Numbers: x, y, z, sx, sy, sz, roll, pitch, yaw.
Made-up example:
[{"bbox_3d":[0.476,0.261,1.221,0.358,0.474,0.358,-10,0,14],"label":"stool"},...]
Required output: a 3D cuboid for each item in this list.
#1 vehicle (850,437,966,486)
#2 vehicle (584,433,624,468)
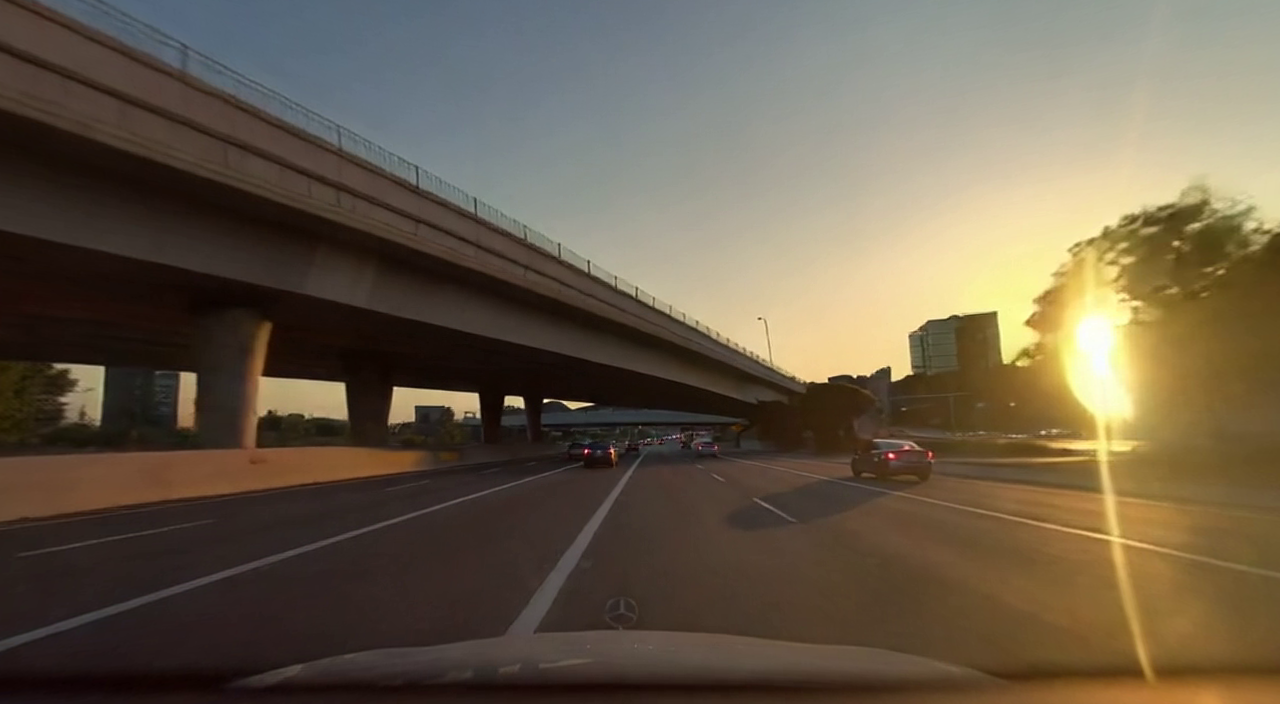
[{"bbox_3d":[8.647,3.557,20.896,1.900,1.432,4.519,0,-8,1],"label":"vehicle"},{"bbox_3d":[-1.952,5.566,35.746,1.893,1.827,4.513,0,-8,1],"label":"vehicle"}]
